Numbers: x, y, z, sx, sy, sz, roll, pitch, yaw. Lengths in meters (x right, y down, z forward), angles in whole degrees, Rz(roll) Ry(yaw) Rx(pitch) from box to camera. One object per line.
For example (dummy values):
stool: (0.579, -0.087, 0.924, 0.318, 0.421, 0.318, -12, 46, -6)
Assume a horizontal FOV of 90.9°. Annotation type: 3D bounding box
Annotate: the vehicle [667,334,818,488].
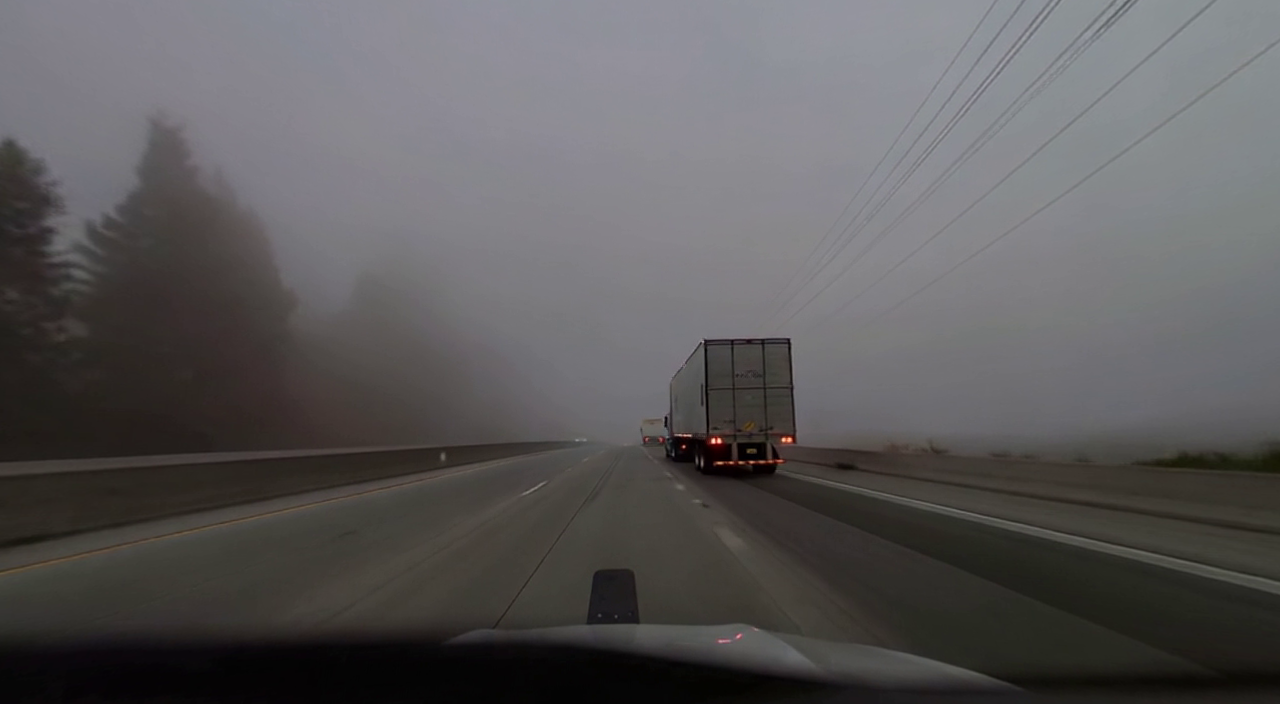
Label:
vehicle: (3.013, 2.488, 23.768, 2.905, 4.080, 14.157, 0, -8, -2)
